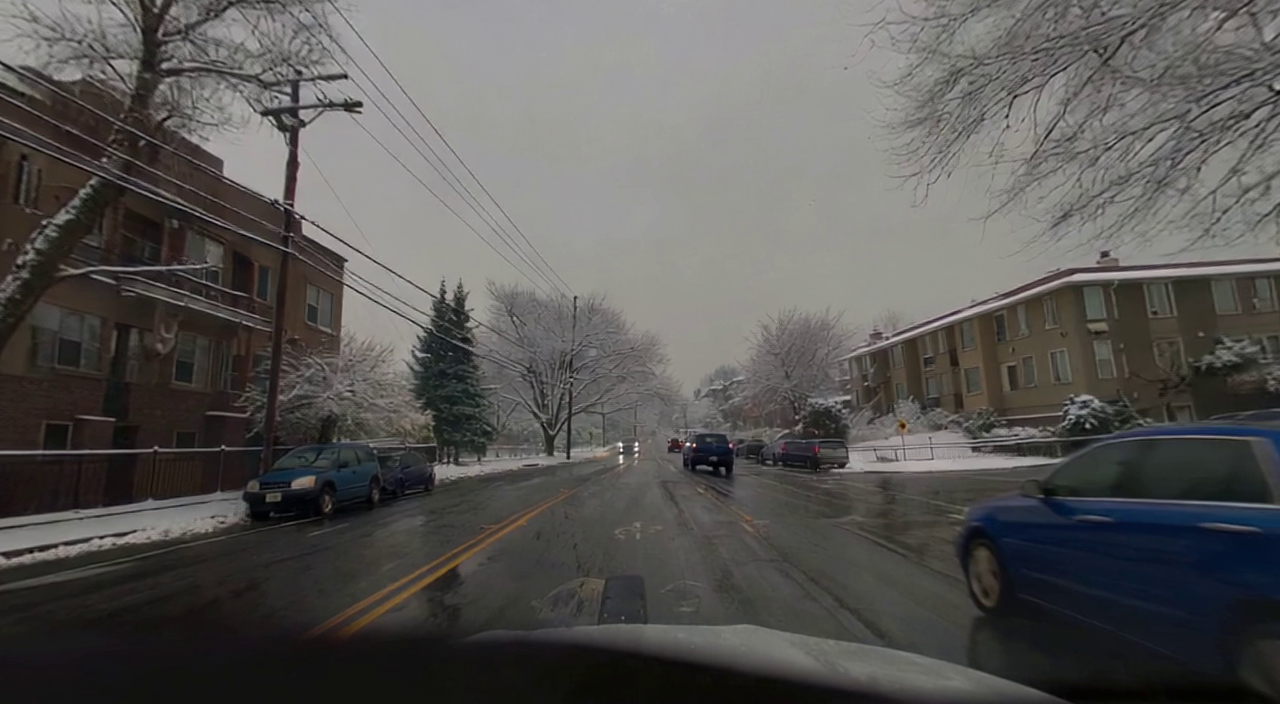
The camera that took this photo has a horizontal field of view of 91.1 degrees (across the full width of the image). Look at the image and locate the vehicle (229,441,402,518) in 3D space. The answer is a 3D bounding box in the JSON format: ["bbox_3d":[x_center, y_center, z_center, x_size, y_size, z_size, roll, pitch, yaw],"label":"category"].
[{"bbox_3d":[-8.728,3.421,17.525,2.381,1.825,4.652,0,-8,-1],"label":"vehicle"}]

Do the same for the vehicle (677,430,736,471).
[{"bbox_3d":[3.031,4.633,29.663,2.046,1.784,4.687,0,-8,-3],"label":"vehicle"}]

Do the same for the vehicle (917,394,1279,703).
[{"bbox_3d":[3.698,1.128,3.787,2.028,1.552,4.370,0,-8,0],"label":"vehicle"}]

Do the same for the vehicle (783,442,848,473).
[{"bbox_3d":[8.929,5.380,32.341,1.935,1.478,4.711,0,-8,-1],"label":"vehicle"}]
